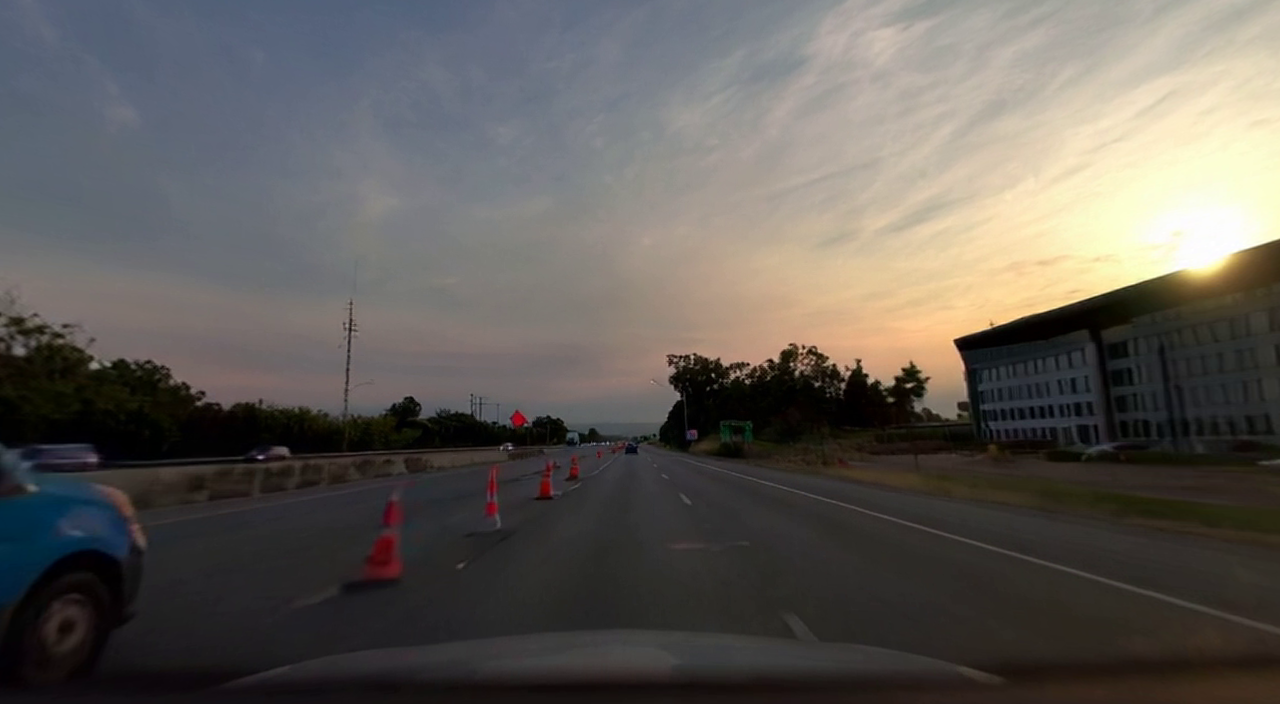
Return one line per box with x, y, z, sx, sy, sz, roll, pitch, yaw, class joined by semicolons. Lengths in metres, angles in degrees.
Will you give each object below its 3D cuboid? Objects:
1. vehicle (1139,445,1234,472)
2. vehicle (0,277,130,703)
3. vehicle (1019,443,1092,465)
30.008;5.860;34.745;3.595;1.393;1.803;0;-8;-2;vehicle
-3.686;0.434;0.969;2.046;1.982;4.465;0;-9;-1;vehicle
29.638;7.282;45.094;3.810;1.500;1.922;0;-8;0;vehicle
